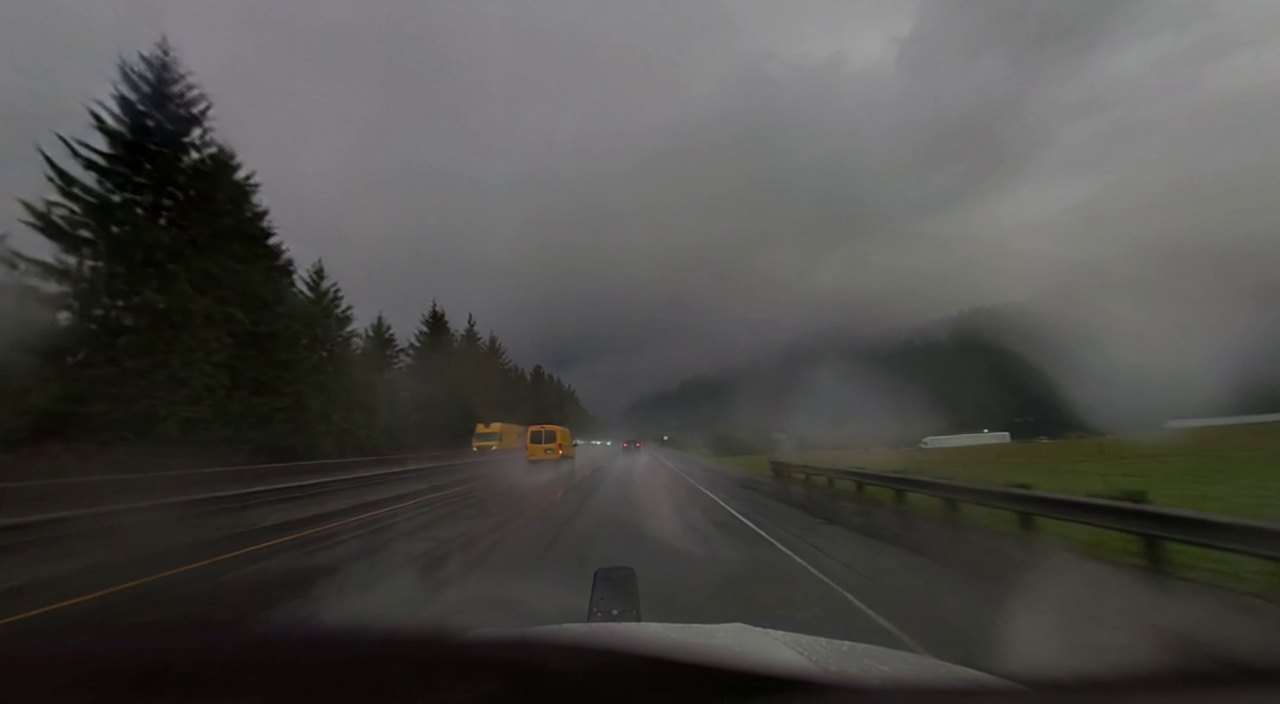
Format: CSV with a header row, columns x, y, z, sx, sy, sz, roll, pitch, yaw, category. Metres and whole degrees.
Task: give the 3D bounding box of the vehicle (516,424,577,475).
x,y,z,sx,sy,sz,roll,pitch,yaw,category
-4.040,4.290,27.936,1.976,2.029,4.737,-1,-8,0,vehicle
